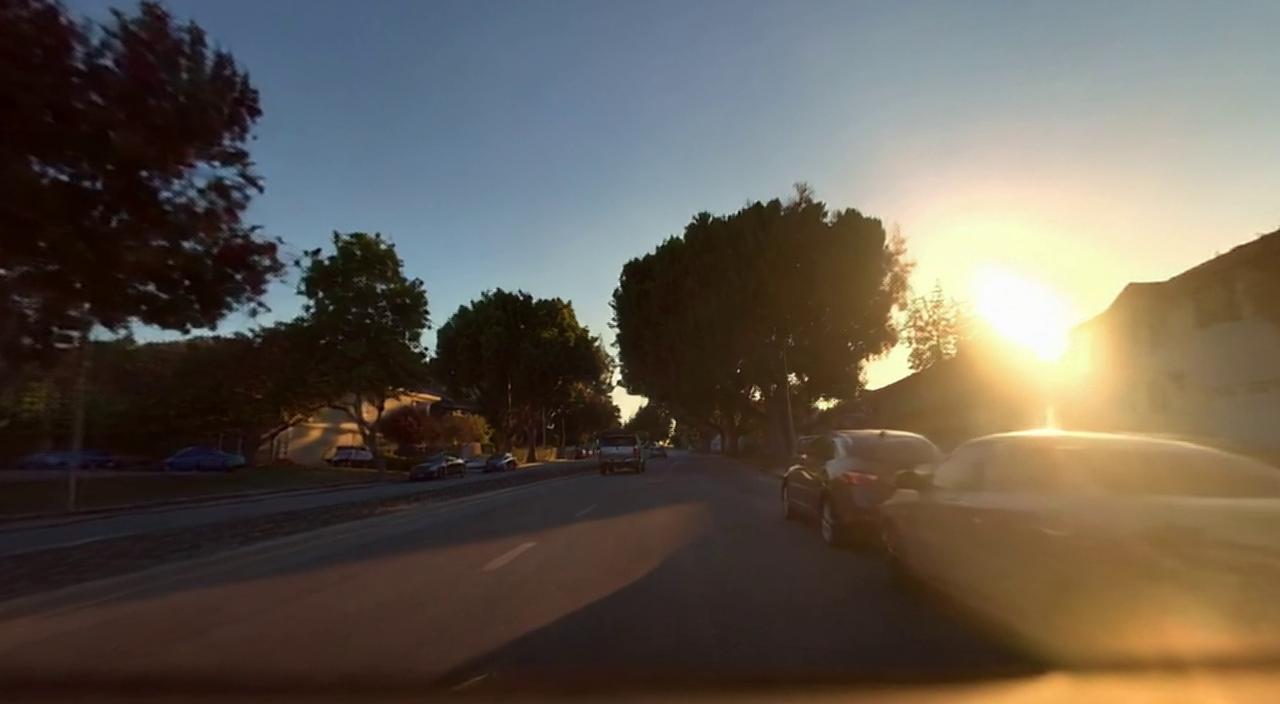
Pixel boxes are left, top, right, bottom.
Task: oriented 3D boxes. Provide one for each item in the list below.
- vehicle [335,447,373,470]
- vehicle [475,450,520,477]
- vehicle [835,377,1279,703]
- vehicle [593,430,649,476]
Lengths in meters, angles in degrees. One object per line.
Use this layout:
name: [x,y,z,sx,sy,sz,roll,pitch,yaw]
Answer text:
vehicle: [-21.795,8.113,48.255,1.940,1.554,4.237,2,-8,-15]
vehicle: [-10.181,7.973,45.409,2.002,1.598,4.366,-6,-9,2]
vehicle: [3.113,1.260,4.724,2.040,1.643,4.446,-1,-9,2]
vehicle: [-0.854,5.031,31.561,2.085,2.084,5.133,-1,-9,6]
